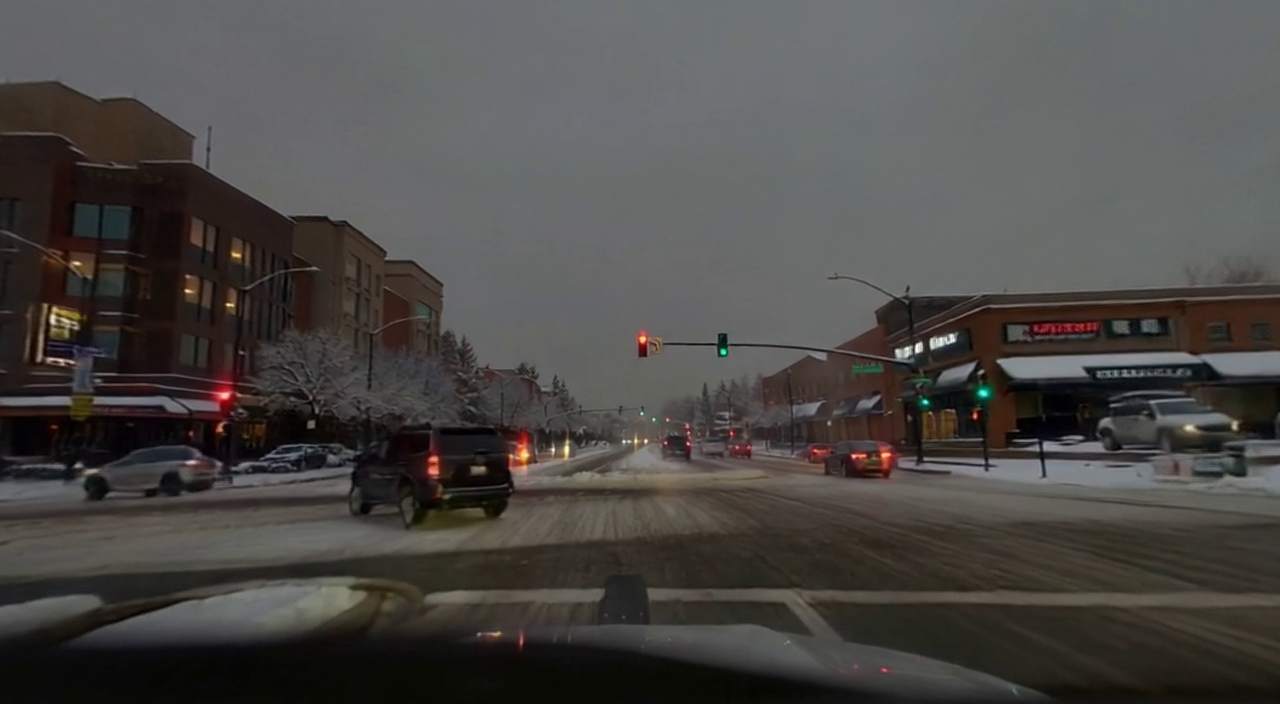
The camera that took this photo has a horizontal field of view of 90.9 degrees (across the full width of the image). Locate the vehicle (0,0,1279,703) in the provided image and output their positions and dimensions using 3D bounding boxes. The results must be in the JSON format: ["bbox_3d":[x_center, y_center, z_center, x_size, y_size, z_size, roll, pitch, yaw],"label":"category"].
[{"bbox_3d":[-0.505,0.620,1.669,2.242,1.812,4.993,-3,-9,-1],"label":"vehicle"}]
